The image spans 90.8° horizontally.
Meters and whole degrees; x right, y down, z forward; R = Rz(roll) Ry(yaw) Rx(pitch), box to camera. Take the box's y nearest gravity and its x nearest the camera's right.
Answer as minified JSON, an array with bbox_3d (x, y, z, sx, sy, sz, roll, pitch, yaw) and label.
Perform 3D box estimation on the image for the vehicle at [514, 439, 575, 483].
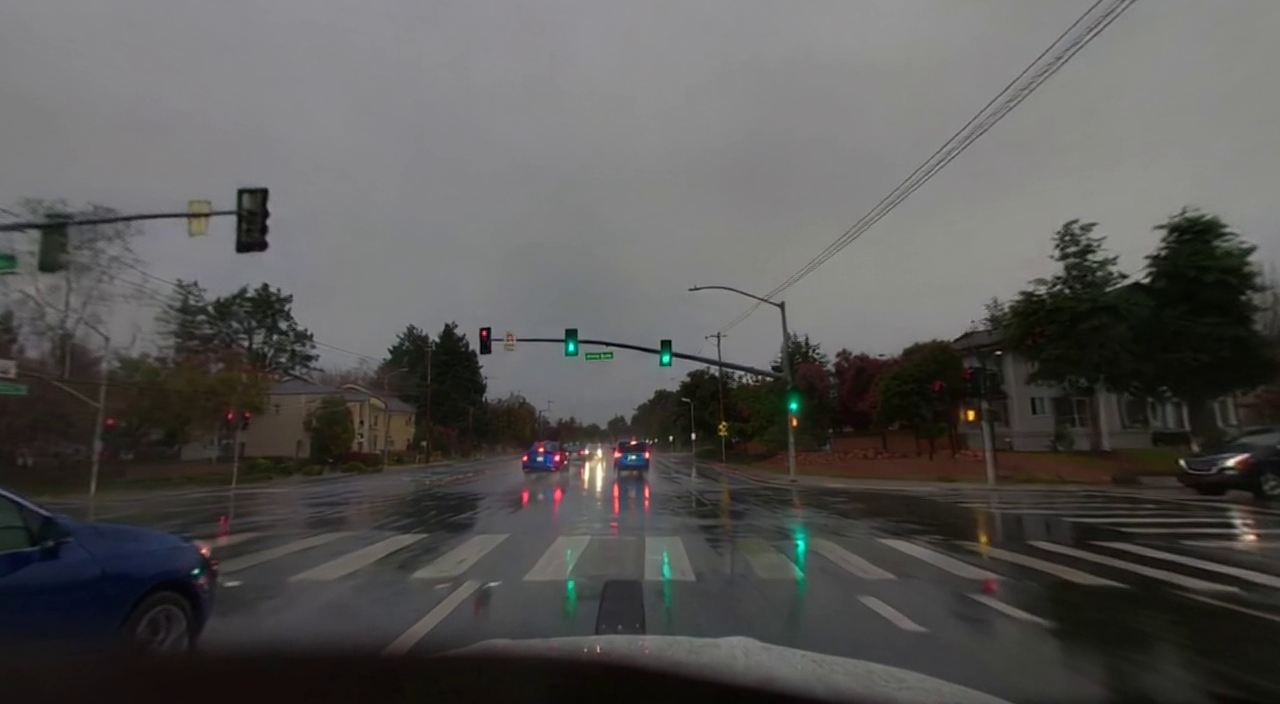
[{"bbox_3d":[-3.902,4.515,26.507,1.899,1.685,4.121,0,-8,1],"label":"vehicle"}]

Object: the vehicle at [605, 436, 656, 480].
[{"bbox_3d":[-0.415,4.798,28.904,2.155,1.836,4.250,0,-8,0],"label":"vehicle"}]

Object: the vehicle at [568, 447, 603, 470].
[{"bbox_3d":[-3.646,7.170,42.650,1.863,1.449,4.153,0,-8,2],"label":"vehicle"}]

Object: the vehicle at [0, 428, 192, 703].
[{"bbox_3d":[-3.305,0.800,1.038,1.901,1.409,4.442,0,-8,0],"label":"vehicle"}]

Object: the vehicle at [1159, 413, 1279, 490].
[{"bbox_3d":[18.320,2.733,17.424,5.652,1.990,2.190,-2,-9,13],"label":"vehicle"}]
